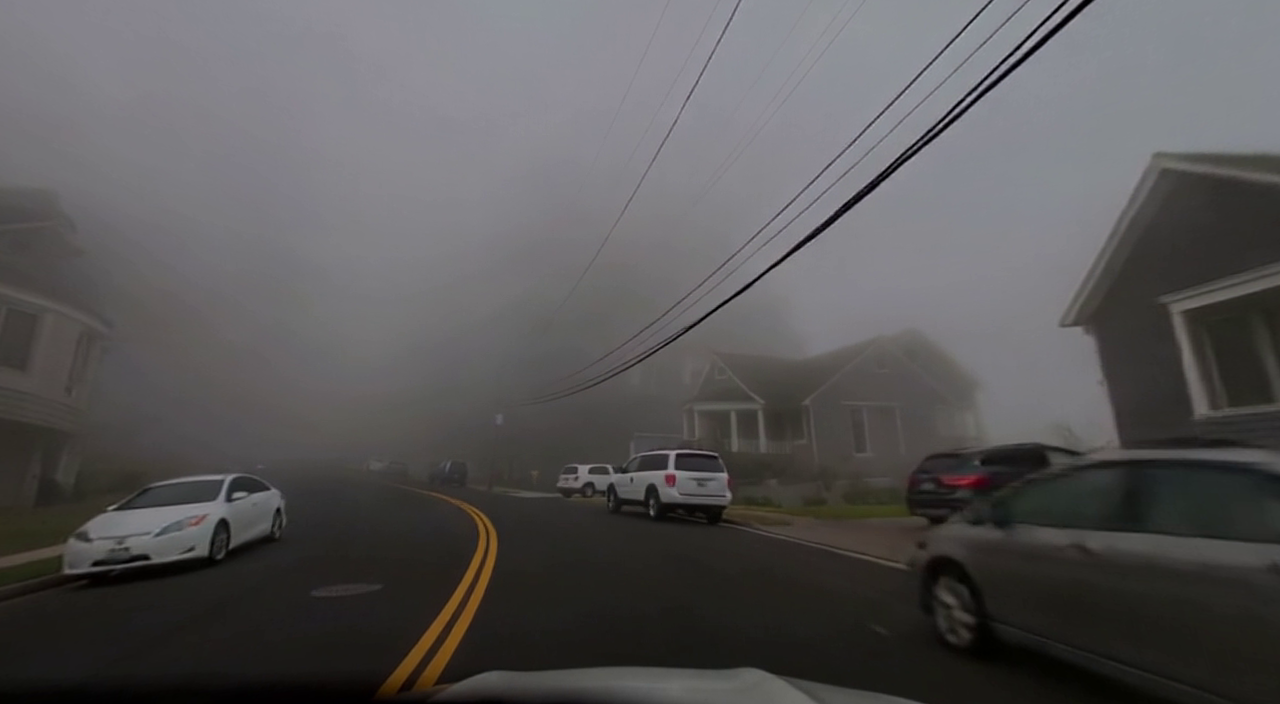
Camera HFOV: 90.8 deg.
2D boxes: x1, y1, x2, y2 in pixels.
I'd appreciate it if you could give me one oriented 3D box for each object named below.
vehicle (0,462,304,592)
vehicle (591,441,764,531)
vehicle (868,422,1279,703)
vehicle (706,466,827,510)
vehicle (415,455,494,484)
[{"bbox_3d":[-7.392,2.585,10.252,2.197,1.462,4.524,2,-9,-12],"label":"vehicle"},{"bbox_3d":[0.721,3.409,16.737,2.449,1.869,5.504,7,-11,-19],"label":"vehicle"},{"bbox_3d":[3.307,1.232,3.653,1.923,1.531,4.568,1,-9,-5],"label":"vehicle"},{"bbox_3d":[4.964,5.266,24.759,4.351,1.424,1.994,4,-10,-28],"label":"vehicle"},{"bbox_3d":[-14.511,9.266,49.670,5.523,2.018,2.216,10,-19,-43],"label":"vehicle"}]
